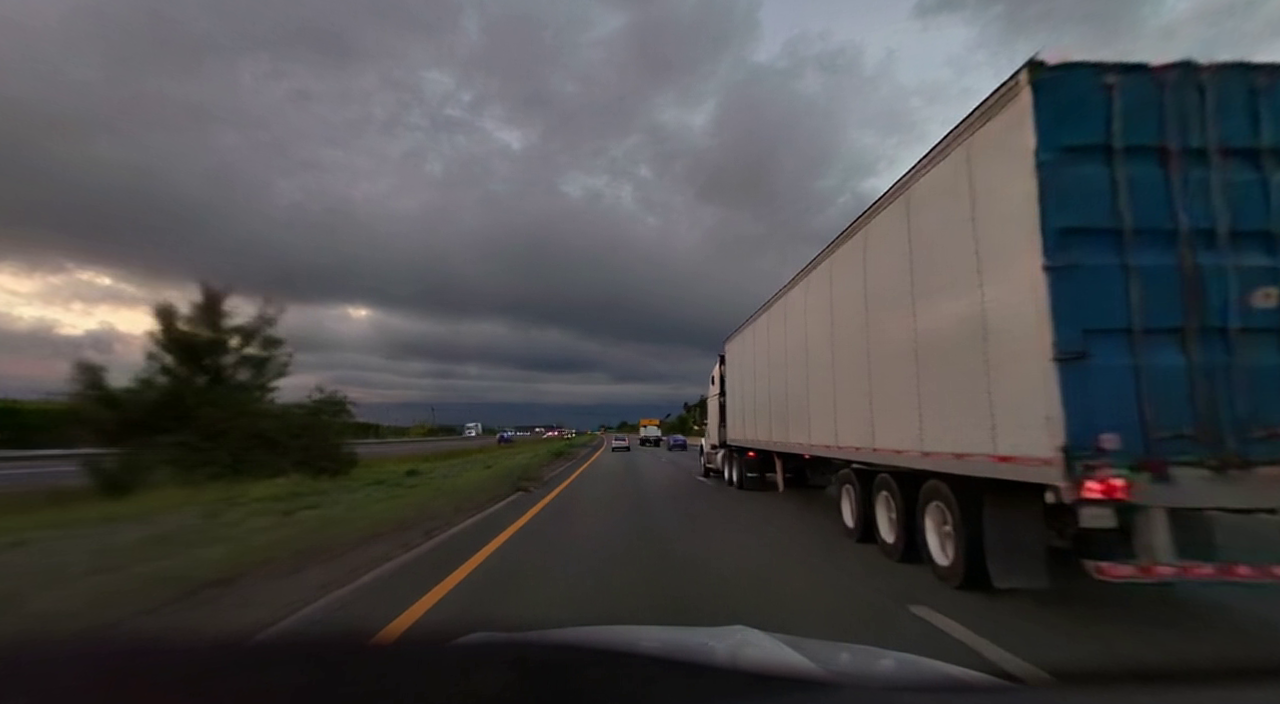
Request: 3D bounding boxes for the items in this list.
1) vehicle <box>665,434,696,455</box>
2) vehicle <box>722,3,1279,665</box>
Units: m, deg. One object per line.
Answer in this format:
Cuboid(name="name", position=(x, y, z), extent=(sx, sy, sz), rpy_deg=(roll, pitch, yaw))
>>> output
Cuboid(name="vehicle", position=(2.943, 6.771, 46.218), extent=(1.813, 1.454, 4.197), rpy_deg=(0, -7, -3))
Cuboid(name="vehicle", position=(4.044, 0.669, 10.923), extent=(2.965, 4.033, 14.299), rpy_deg=(0, -7, -1))
